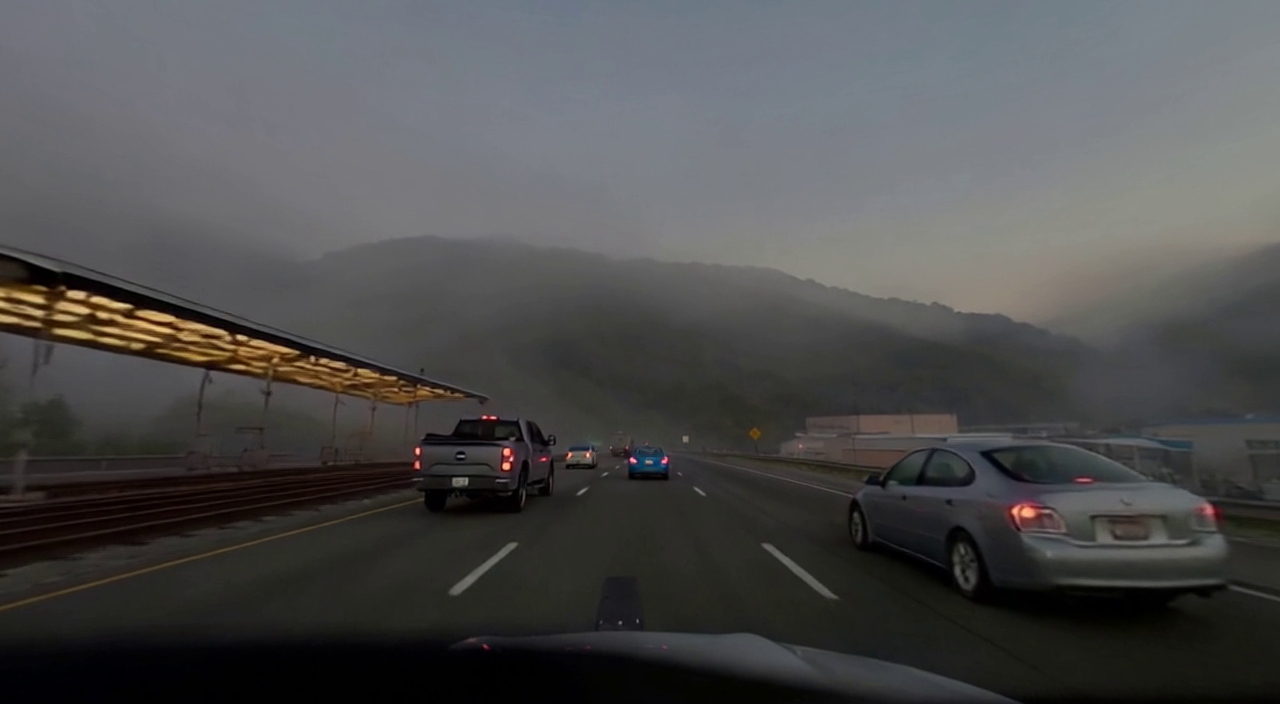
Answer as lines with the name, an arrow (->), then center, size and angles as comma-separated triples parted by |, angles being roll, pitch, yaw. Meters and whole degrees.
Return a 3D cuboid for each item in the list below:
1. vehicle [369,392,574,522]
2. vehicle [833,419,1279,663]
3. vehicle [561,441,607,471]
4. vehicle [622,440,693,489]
vehicle -> -3.279, 2.332, 14.395 | 2.733, 2.230, 6.820 | 0, -9, 1
vehicle -> 3.747, 1.547, 6.407 | 2.023, 1.510, 4.773 | 0, -9, -1
vehicle -> -3.167, 5.985, 36.490 | 2.151, 1.613, 4.786 | 0, -9, 1
vehicle -> 0.507, 3.740, 21.293 | 2.171, 1.493, 4.081 | 0, -9, 0
